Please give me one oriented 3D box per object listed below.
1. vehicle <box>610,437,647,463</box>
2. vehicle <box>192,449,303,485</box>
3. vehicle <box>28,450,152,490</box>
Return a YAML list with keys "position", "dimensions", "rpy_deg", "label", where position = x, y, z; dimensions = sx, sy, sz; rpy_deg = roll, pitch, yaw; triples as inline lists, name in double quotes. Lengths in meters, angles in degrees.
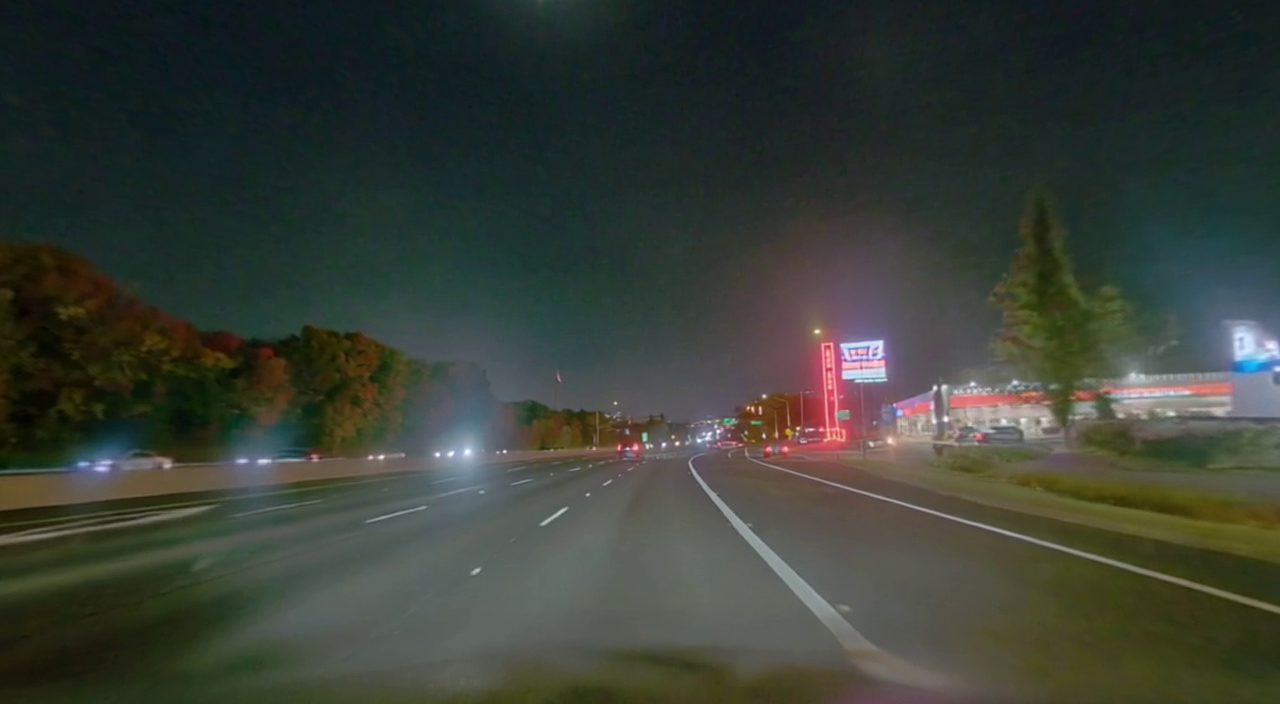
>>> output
- position: [-0.796, 7.047, 45.697]
  dimensions: [2.139, 1.782, 4.079]
  rpy_deg: [-1, -8, 6]
  label: "vehicle"
- position: [-17.859, 5.218, 29.043]
  dimensions: [1.879, 1.483, 4.697]
  rpy_deg: [-1, -8, 4]
  label: "vehicle"
- position: [-24.320, 5.185, 28.162]
  dimensions: [1.803, 1.619, 3.952]
  rpy_deg: [-1, -8, 3]
  label: "vehicle"
